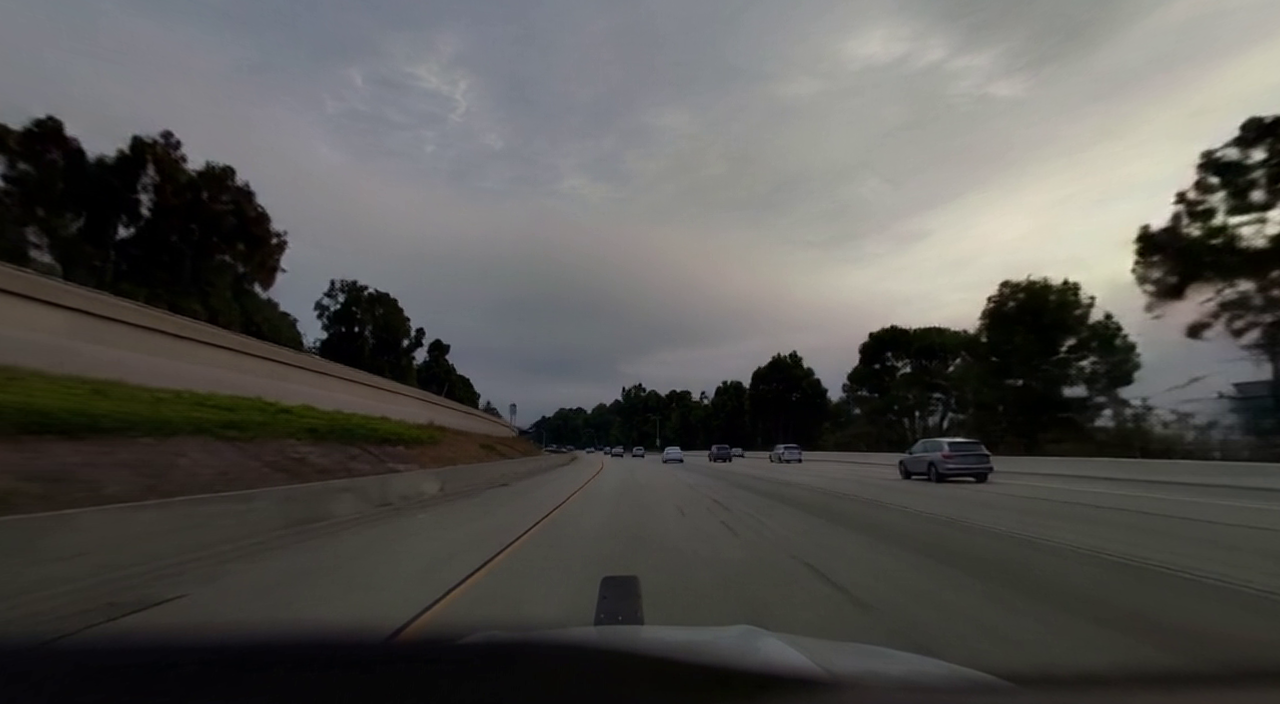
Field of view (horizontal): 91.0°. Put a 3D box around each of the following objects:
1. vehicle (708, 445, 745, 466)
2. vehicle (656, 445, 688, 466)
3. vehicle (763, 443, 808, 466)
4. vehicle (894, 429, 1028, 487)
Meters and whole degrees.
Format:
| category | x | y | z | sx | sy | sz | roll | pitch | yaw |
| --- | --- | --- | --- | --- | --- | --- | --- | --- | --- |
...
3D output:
| category | x | y | z | sx | sy | sz | roll | pitch | yaw |
| --- | --- | --- | --- | --- | --- | --- | --- | --- | --- |
| vehicle | 6.484 | 7.772 | 47.608 | 1.904 | 1.488 | 4.299 | 0 | -8 | -3 |
| vehicle | 2.336 | 7.703 | 47.046 | 1.934 | 1.491 | 3.982 | 0 | -8 | -3 |
| vehicle | 10.294 | 7.299 | 44.839 | 1.987 | 1.546 | 4.271 | 1 | -8 | -4 |
| vehicle | 10.701 | 3.565 | 21.478 | 2.077 | 1.763 | 4.472 | 0 | -8 | -2 |
